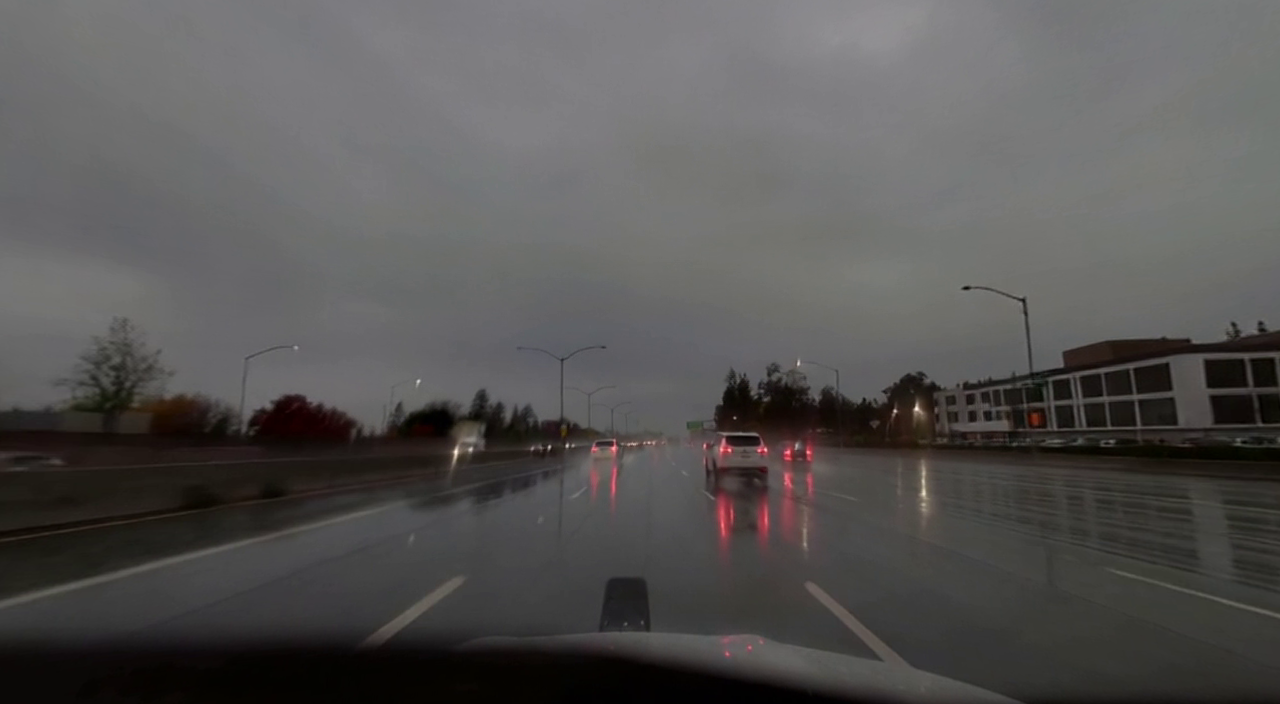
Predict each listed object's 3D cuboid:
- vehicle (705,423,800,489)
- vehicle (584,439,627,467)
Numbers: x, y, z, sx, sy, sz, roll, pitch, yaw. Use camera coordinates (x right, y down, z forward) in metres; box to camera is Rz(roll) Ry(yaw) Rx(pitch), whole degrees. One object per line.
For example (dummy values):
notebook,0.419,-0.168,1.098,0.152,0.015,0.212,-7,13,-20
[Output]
vehicle,3.445,3.300,20.351,2.148,1.852,4.835,0,-8,0
vehicle,-1.967,5.920,37.201,2.080,1.542,4.718,-1,-8,2
